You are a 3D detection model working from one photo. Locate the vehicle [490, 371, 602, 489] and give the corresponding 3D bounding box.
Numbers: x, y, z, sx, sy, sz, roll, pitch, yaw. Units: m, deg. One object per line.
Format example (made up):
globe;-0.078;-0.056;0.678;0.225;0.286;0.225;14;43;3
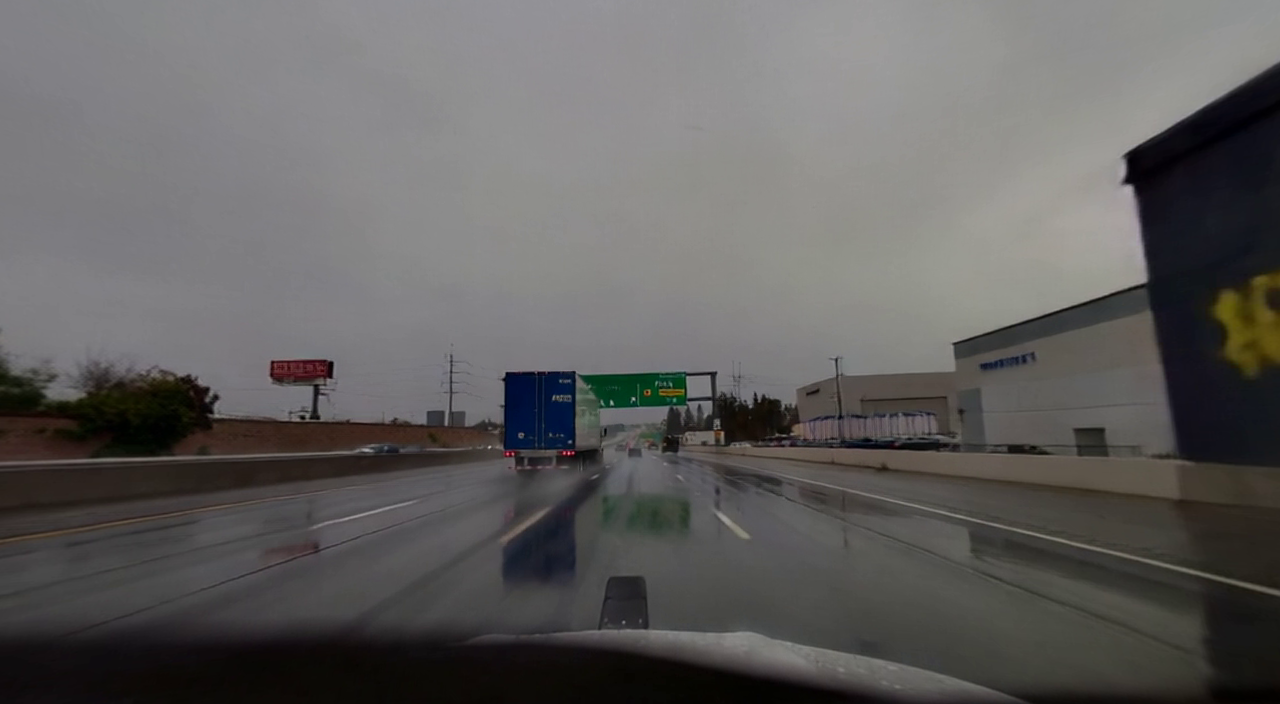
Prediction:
vehicle;-3.522;3.233;26.367;2.977;4.048;8.890;1;-7;2
